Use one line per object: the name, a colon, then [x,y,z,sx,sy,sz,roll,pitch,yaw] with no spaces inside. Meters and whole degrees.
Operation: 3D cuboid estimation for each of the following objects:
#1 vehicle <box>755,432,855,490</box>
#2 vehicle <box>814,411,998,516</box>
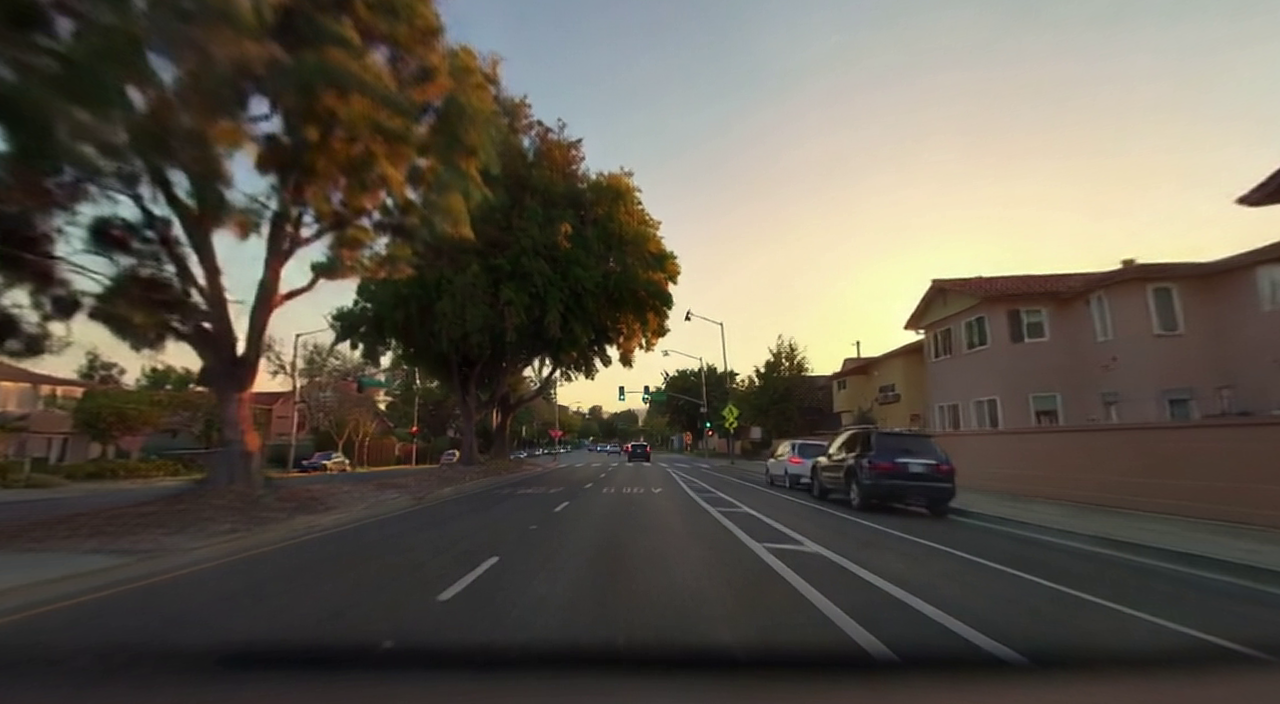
vehicle: [5.389,3.660,21.434,2.070,1.710,4.964,0,-9,0]
vehicle: [5.629,2.432,14.250,2.008,1.930,4.919,0,-8,1]
